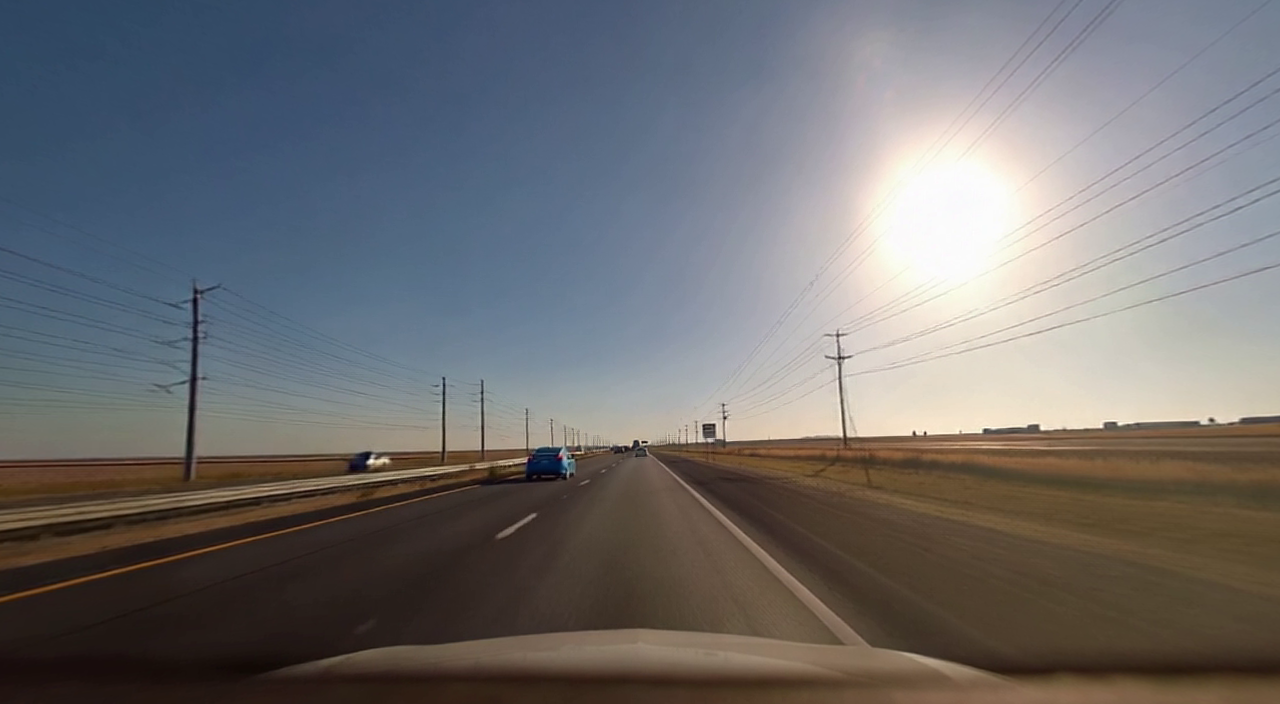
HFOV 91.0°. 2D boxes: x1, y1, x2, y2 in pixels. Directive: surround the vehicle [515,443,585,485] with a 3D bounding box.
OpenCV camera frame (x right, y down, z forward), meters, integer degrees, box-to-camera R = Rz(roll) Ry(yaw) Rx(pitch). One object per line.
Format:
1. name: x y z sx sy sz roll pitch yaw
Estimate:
1. vehicle: -3.568 4.522 25.788 2.106 1.543 4.465 0 -9 1
